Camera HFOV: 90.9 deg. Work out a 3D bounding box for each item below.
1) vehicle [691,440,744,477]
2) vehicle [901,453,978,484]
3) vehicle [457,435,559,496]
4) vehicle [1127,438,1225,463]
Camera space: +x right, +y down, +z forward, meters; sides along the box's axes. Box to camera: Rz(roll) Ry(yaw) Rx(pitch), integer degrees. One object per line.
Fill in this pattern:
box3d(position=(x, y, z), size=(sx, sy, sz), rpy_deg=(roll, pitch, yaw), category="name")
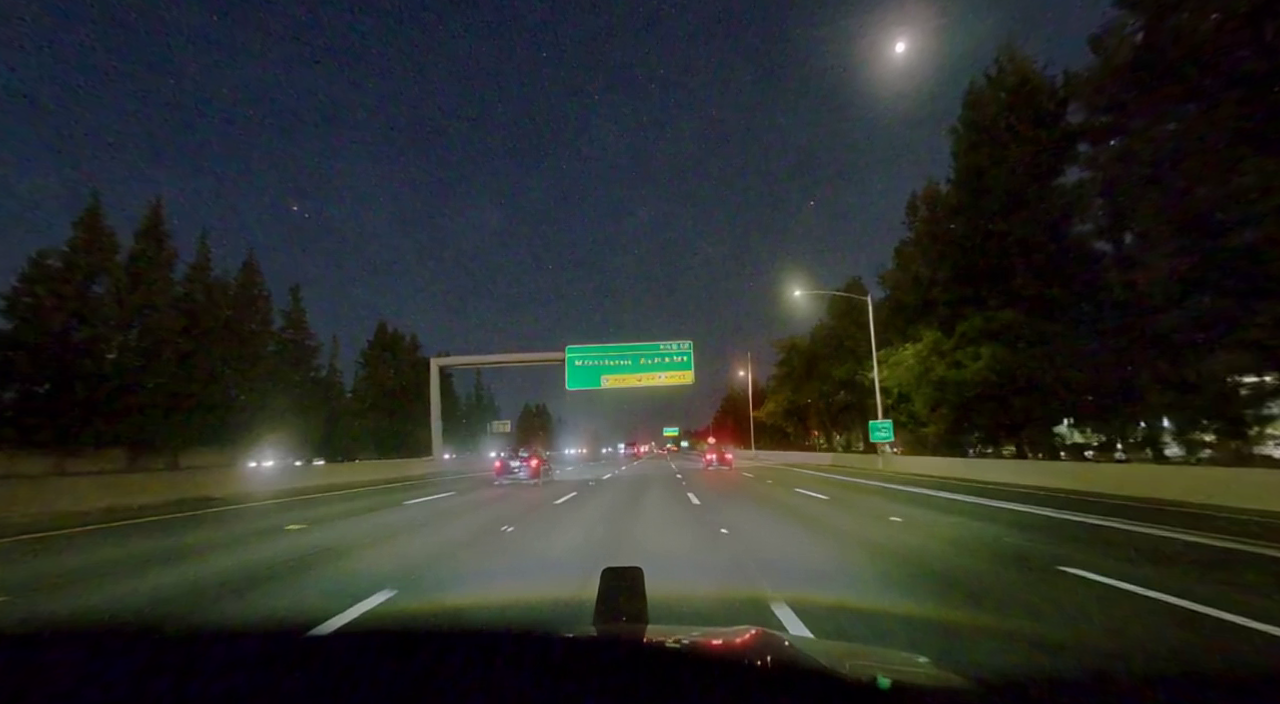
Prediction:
box3d(position=(3.776, 5.269, 31.548), size=(2.229, 1.704, 4.392), rpy_deg=(0, -8, 2), category="vehicle")
box3d(position=(15.828, 6.152, 33.620), size=(1.941, 1.475, 4.406), rpy_deg=(0, -8, 1), category="vehicle")
box3d(position=(-4.064, 3.583, 20.333), size=(2.196, 1.733, 4.355), rpy_deg=(-1, -8, 2), category="vehicle")
box3d(position=(36.100, 6.668, 42.567), size=(4.671, 1.619, 2.080), rpy_deg=(0, -8, 1), category="vehicle")
